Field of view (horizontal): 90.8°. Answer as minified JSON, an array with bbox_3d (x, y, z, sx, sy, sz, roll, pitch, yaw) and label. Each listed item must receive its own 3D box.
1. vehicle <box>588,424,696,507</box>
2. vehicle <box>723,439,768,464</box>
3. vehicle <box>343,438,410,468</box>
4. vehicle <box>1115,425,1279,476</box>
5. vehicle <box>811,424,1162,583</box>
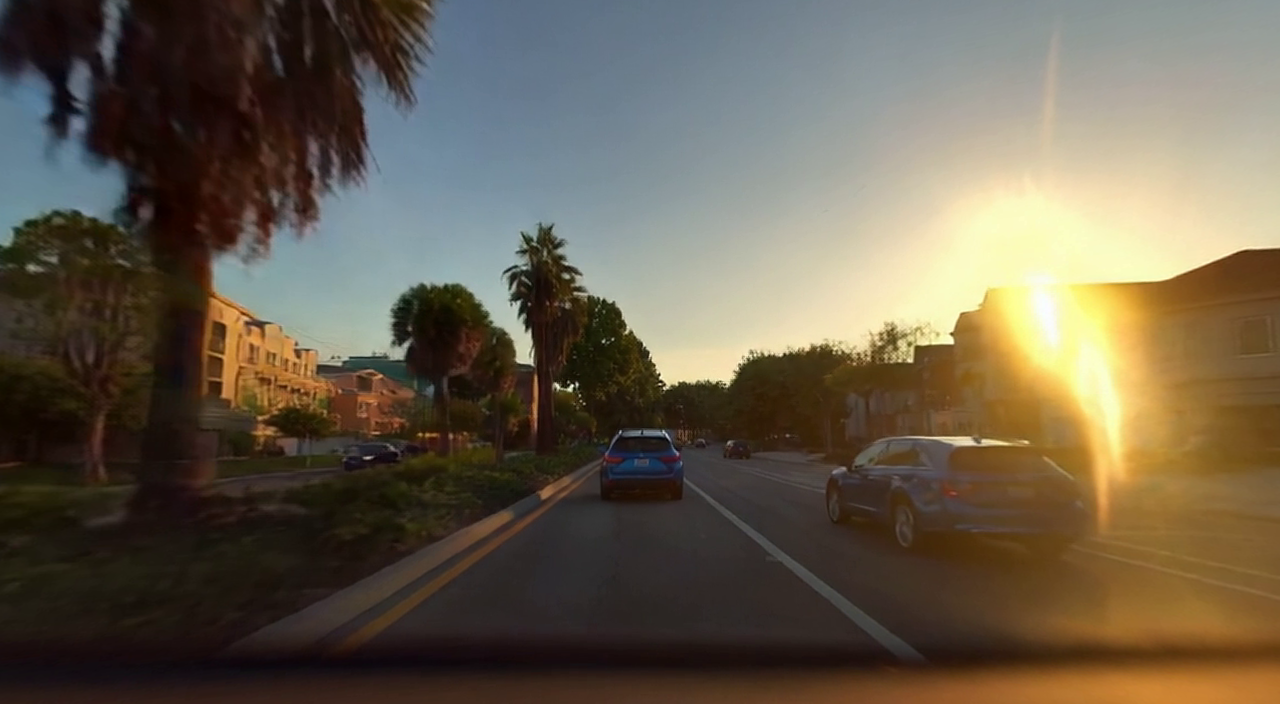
[{"bbox_3d":[0.025,2.675,15.317,2.239,1.693,4.301,0,-8,0],"label":"vehicle"},{"bbox_3d":[6.648,6.314,40.292,1.930,1.457,4.267,0,-8,-2],"label":"vehicle"},{"bbox_3d":[-17.573,6.754,42.416,2.127,1.883,5.167,0,-8,1],"label":"vehicle"},{"bbox_3d":[19.399,3.390,21.807,4.392,1.628,1.982,0,-8,-3],"label":"vehicle"},{"bbox_3d":[3.883,1.759,8.273,1.941,1.472,4.570,0,-8,-1],"label":"vehicle"}]
